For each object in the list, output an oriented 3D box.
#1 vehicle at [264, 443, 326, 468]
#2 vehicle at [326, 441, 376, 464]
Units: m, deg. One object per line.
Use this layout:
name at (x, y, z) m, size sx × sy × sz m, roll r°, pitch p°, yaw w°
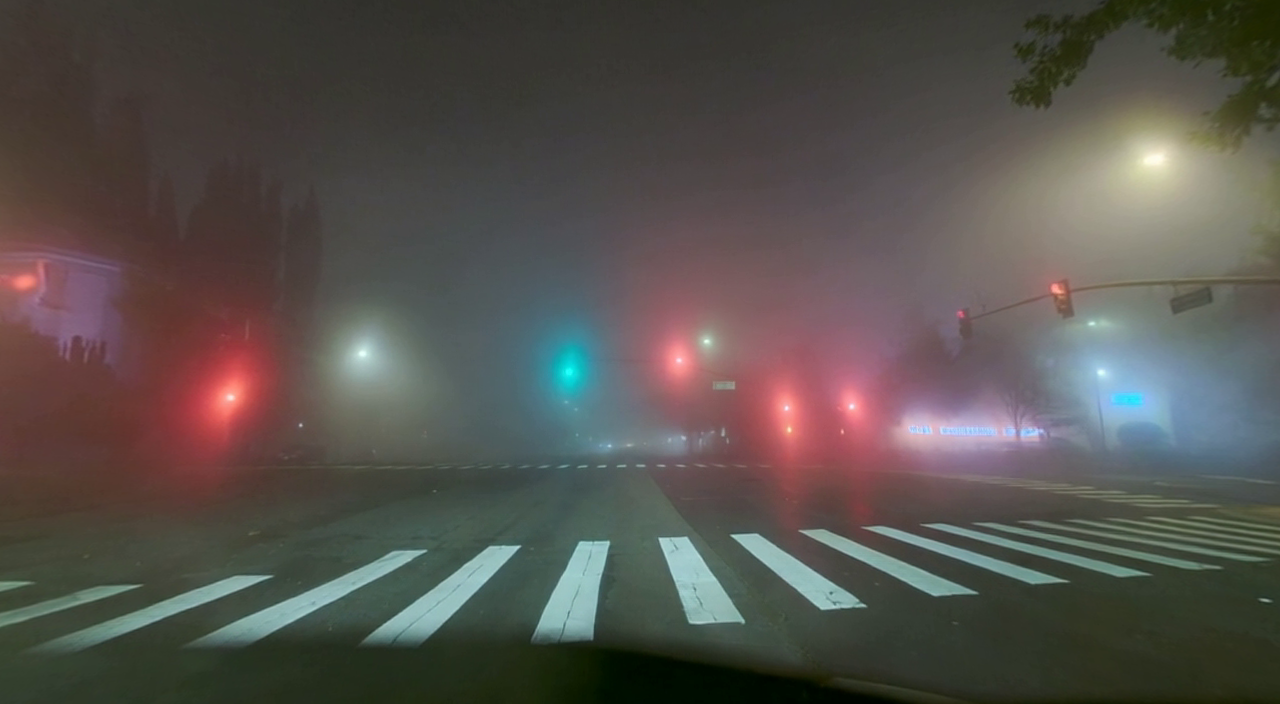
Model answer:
vehicle at (-21.835, 6.555, 40.158) m, size 2.005 × 1.496 × 4.020 m, roll 1°, pitch -9°, yaw -6°
vehicle at (-22.471, 7.818, 49.308) m, size 2.023 × 1.706 × 4.756 m, roll 1°, pitch -9°, yaw -6°
